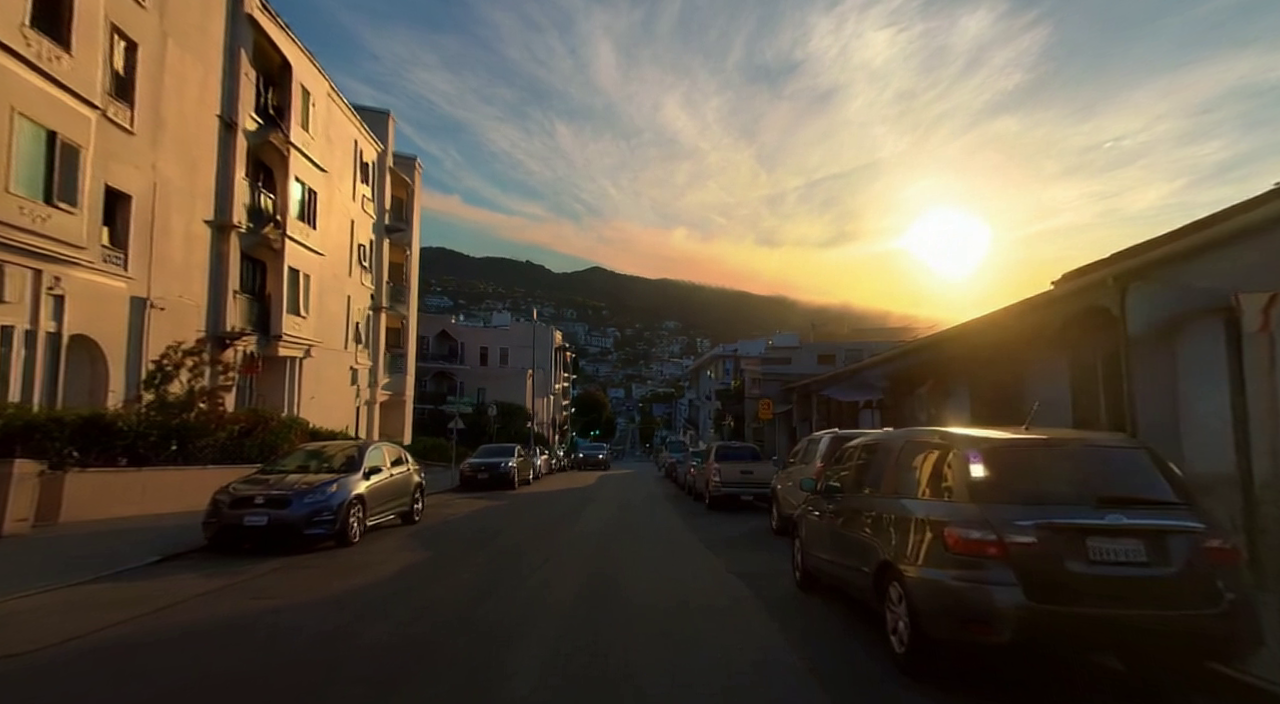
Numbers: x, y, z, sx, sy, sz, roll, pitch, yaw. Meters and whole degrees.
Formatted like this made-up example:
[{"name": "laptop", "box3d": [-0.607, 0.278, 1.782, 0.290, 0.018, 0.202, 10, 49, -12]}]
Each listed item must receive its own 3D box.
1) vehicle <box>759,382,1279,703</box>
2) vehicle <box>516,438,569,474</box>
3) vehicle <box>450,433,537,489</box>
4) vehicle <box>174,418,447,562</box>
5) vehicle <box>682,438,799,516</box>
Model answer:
[{"name": "vehicle", "box3d": [2.272, 1.243, 4.886, 1.839, 1.678, 3.918, 0, -8, -1]}, {"name": "vehicle", "box3d": [-4.726, 5.102, 31.095, 1.872, 1.484, 3.978, 5, -9, 1]}, {"name": "vehicle", "box3d": [-4.794, 3.640, 21.242, 1.942, 1.521, 3.761, 5, -9, 0]}, {"name": "vehicle", "box3d": [-4.514, 1.975, 9.608, 1.883, 1.499, 4.426, 6, -10, -3]}, {"name": "vehicle", "box3d": [2.050, 2.668, 14.144, 1.786, 1.447, 4.314, 0, -8, -2]}]
